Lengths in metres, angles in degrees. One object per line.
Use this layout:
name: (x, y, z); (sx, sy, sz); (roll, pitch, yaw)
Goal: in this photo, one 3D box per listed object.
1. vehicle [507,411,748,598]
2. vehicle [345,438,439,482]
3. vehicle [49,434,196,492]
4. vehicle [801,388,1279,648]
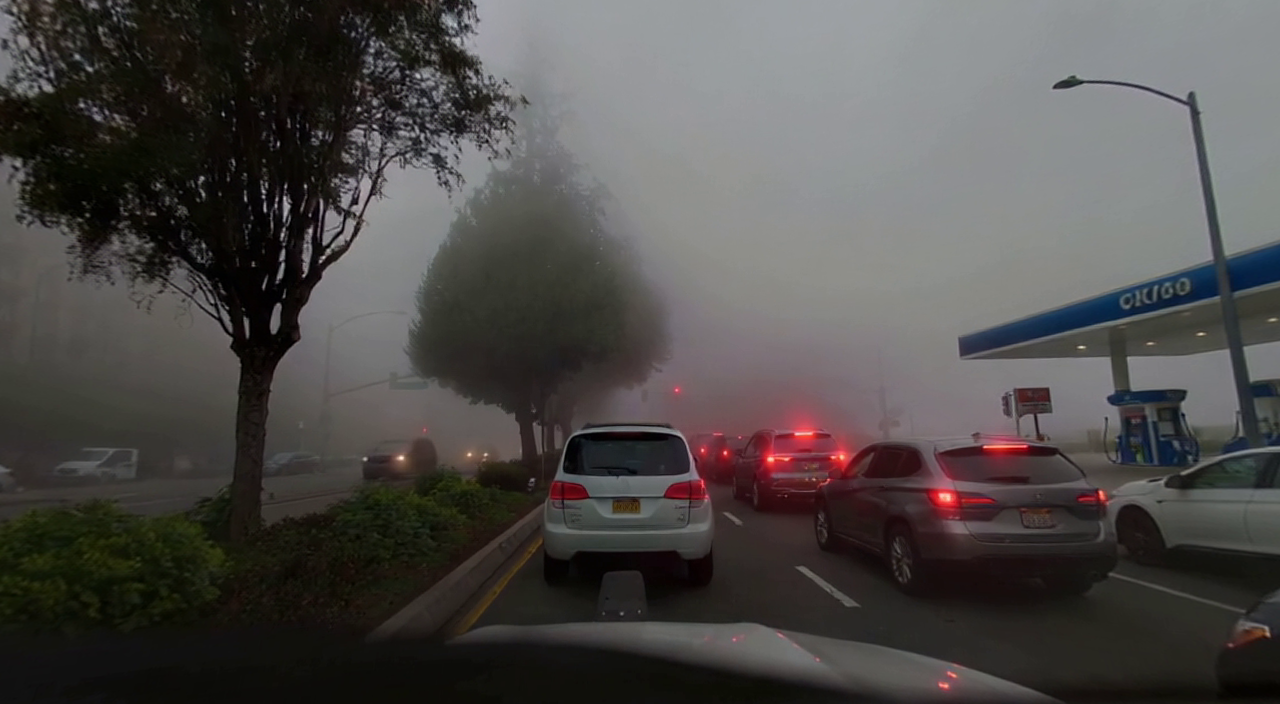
vehicle: (-0.154, 1.615, 7.474); (2.106, 1.613, 3.697); (0, -9, -1)
vehicle: (-11.022, 4.835, 28.572); (2.190, 1.778, 5.033); (0, -9, 0)
vehicle: (-26.943, 5.780, 33.305); (2.571, 2.711, 6.027); (0, -9, 0)
vehicle: (3.362, 1.424, 6.473); (2.056, 1.700, 4.399); (0, -9, -3)
